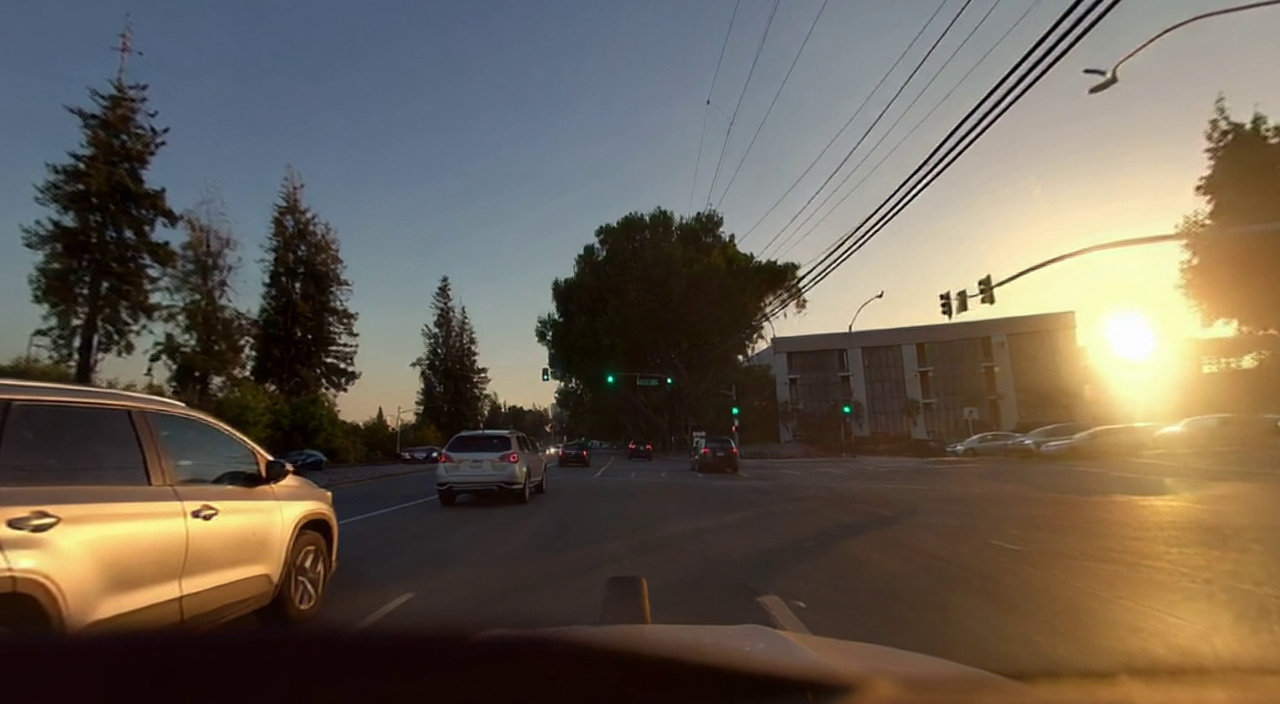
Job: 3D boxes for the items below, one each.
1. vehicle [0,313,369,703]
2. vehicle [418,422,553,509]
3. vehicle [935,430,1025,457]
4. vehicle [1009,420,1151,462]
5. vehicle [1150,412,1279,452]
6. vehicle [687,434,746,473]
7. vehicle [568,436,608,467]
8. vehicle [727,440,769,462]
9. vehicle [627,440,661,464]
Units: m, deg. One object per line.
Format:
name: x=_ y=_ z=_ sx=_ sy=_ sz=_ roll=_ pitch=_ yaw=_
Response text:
vehicle: x=-3.349 y=0.854 z=2.978 sx=2.127 sy=1.754 sz=4.287 roll=0 pitch=-8 yaw=1
vehicle: x=-3.425 y=2.619 z=14.933 sx=1.958 sy=1.744 sz=4.315 roll=0 pitch=-8 yaw=2
vehicle: x=20.270 y=5.470 z=37.706 sx=4.119 sy=1.574 sz=2.028 roll=0 pitch=-9 yaw=1
vehicle: x=19.683 y=4.006 z=28.343 sx=5.033 sy=1.802 sz=1.928 roll=1 pitch=-9 yaw=-5
vehicle: x=26.206 y=3.631 z=28.501 sx=4.439 sy=1.748 sz=2.037 roll=0 pitch=-9 yaw=1
vehicle: x=3.578 y=4.870 z=30.409 sx=2.201 sy=1.734 sz=4.564 roll=0 pitch=-8 yaw=-1
vehicle: x=-2.944 y=5.779 z=36.667 sx=1.900 sy=1.677 sz=4.128 roll=0 pitch=-8 yaw=1
vehicle: x=8.457 y=7.788 z=49.709 sx=1.928 sy=1.591 sz=4.436 roll=1 pitch=-9 yaw=-8
vehicle: x=0.284 y=6.766 z=42.905 sx=2.185 sy=1.515 sz=4.215 roll=0 pitch=-8 yaw=1
